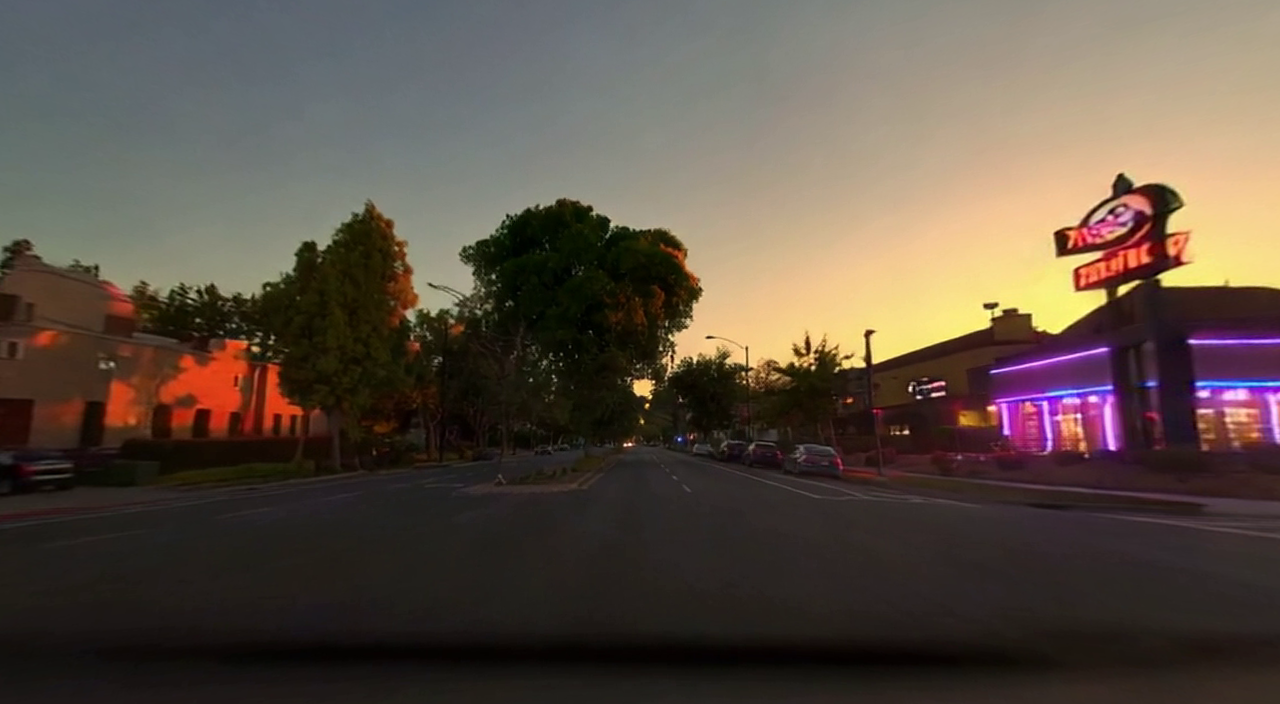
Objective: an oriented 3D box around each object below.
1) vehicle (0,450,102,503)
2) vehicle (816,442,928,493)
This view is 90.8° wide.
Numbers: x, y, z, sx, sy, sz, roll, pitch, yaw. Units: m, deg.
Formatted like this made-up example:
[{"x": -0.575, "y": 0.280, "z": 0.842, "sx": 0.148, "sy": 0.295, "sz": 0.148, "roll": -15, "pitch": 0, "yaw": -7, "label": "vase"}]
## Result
[{"x": -20.457, "y": 3.975, "z": 20.322, "sx": 4.193, "sy": 1.583, "sz": 2.006, "roll": 1, "pitch": -9, "yaw": -10, "label": "vehicle"}, {"x": 7.434, "y": 3.714, "z": 20.764, "sx": 2.057, "sy": 1.478, "sz": 4.356, "roll": 0, "pitch": -9, "yaw": 1, "label": "vehicle"}]
